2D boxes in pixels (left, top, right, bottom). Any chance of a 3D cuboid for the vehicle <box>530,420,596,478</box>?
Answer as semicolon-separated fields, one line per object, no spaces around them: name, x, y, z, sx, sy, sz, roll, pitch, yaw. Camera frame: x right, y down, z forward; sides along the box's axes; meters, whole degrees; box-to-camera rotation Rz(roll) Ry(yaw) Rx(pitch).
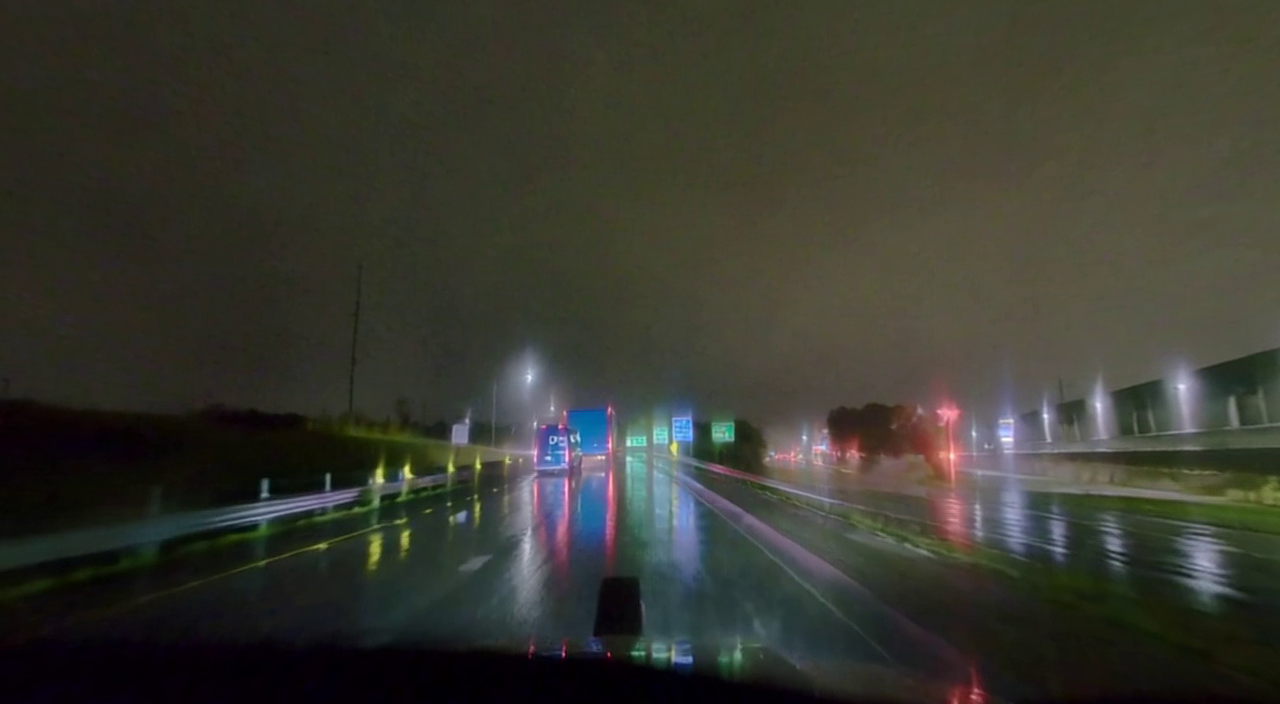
vehicle;-3.819;5.046;32.643;2.463;2.640;7.034;0;-9;0

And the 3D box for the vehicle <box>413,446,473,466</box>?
vehicle;-15.593;8.254;49.786;4.396;1.557;1.952;2;-9;-14
